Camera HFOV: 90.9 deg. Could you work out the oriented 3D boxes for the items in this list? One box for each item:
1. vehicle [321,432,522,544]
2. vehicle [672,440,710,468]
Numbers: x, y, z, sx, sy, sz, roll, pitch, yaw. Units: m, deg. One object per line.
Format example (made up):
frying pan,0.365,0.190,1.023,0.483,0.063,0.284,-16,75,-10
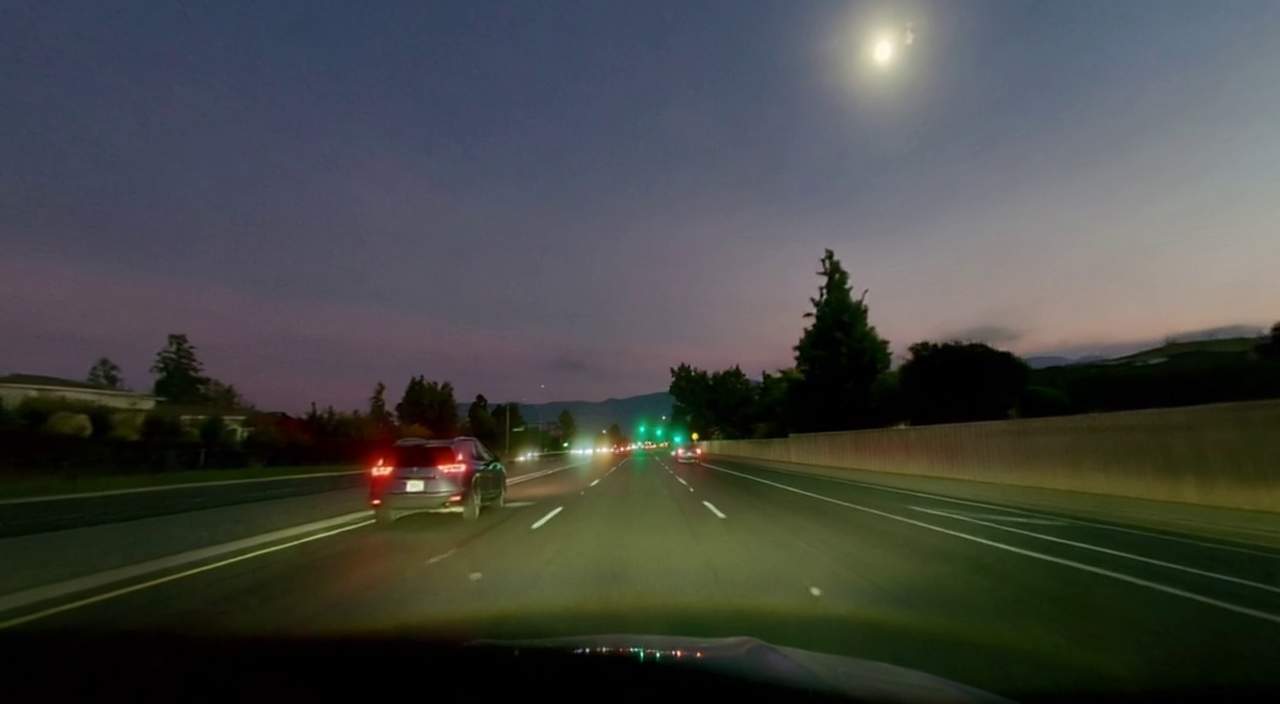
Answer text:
vehicle,-3.440,2.211,10.980,1.966,1.524,4.410,0,-8,-1
vehicle,3.364,6.793,42.112,2.114,1.780,4.445,0,-8,-1
